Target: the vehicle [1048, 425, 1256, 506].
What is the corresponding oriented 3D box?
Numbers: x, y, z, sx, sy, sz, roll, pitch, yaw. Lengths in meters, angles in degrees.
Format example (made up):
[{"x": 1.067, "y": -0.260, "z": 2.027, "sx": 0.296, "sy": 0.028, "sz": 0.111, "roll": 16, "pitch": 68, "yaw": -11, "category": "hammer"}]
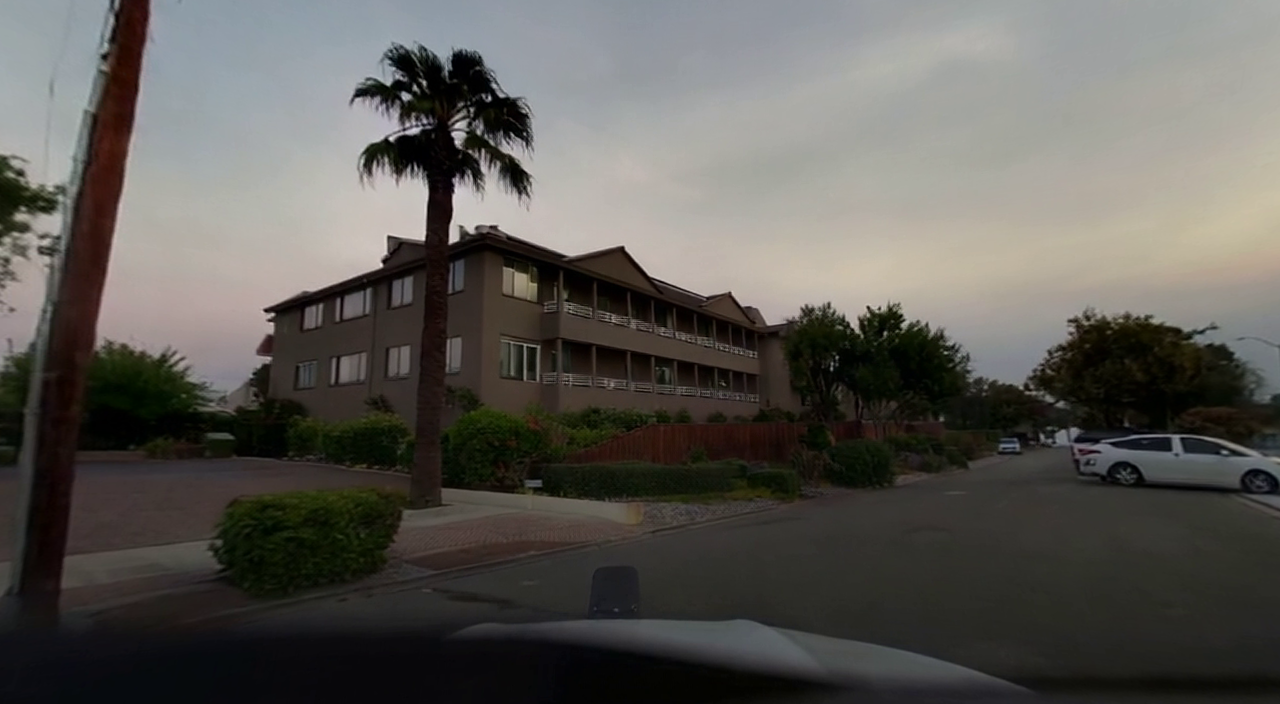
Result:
[{"x": 19.389, "y": 4.228, "z": 24.409, "sx": 5.872, "sy": 2.468, "sz": 2.864, "roll": -1, "pitch": -8, "yaw": 36, "category": "vehicle"}]
